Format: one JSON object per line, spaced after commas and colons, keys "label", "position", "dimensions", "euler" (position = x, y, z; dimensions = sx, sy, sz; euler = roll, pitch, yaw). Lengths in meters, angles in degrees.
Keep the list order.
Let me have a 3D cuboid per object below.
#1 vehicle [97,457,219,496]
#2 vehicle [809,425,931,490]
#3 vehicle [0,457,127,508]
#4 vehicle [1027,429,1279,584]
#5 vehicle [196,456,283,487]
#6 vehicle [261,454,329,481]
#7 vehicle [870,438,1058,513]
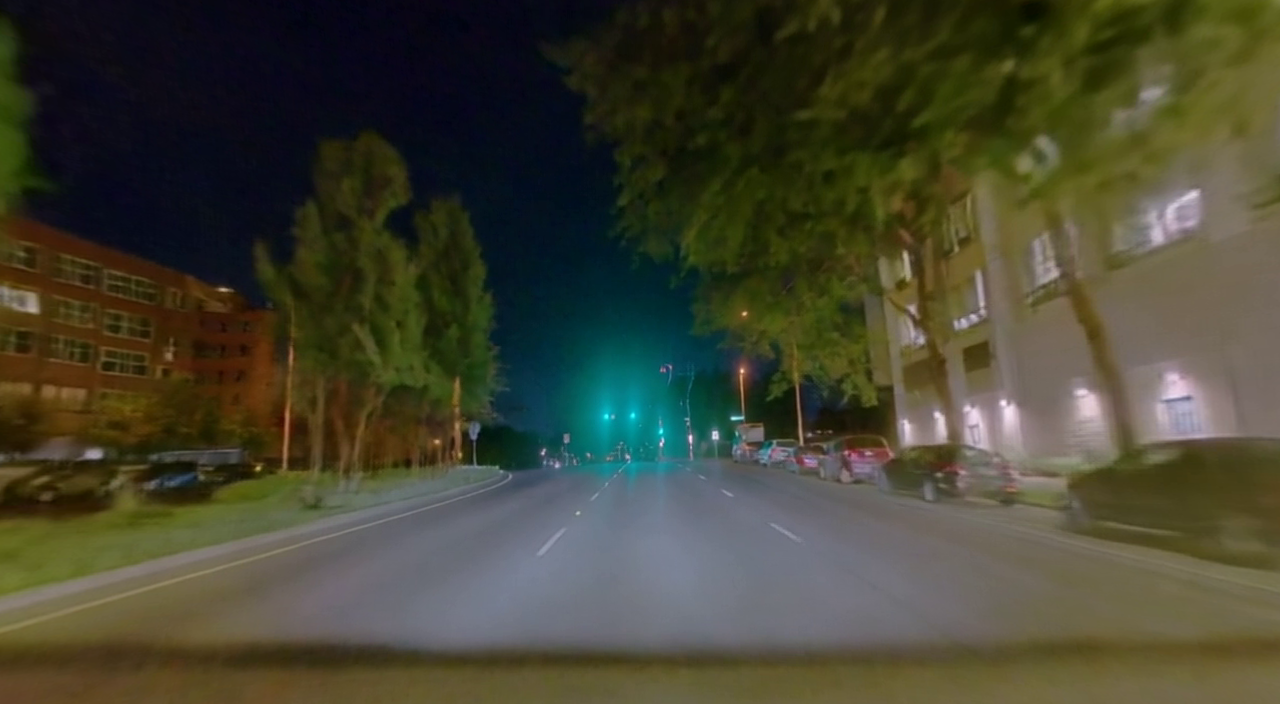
{"label": "vehicle", "position": [-22.066, 5.689, 29.165], "dimensions": [1.909, 1.495, 4.786], "euler": [-1, -8, -1]}
{"label": "vehicle", "position": [7.272, 3.402, 20.582], "dimensions": [2.200, 1.860, 4.511], "euler": [0, -8, -1]}
{"label": "vehicle", "position": [-22.174, 4.793, 23.633], "dimensions": [1.968, 1.615, 4.591], "euler": [0, -8, 0]}
{"label": "vehicle", "position": [7.252, 1.684, 7.440], "dimensions": [2.196, 1.471, 4.999], "euler": [0, -8, 0]}
{"label": "vehicle", "position": [-22.060, 6.570, 34.980], "dimensions": [1.821, 1.496, 4.724], "euler": [-1, -8, -1]}
{"label": "vehicle", "position": [-21.927, 7.359, 40.323], "dimensions": [1.922, 1.545, 4.178], "euler": [-1, -8, 1]}
{"label": "vehicle", "position": [7.250, 2.788, 14.818], "dimensions": [1.850, 1.448, 4.844], "euler": [0, -8, 0]}
